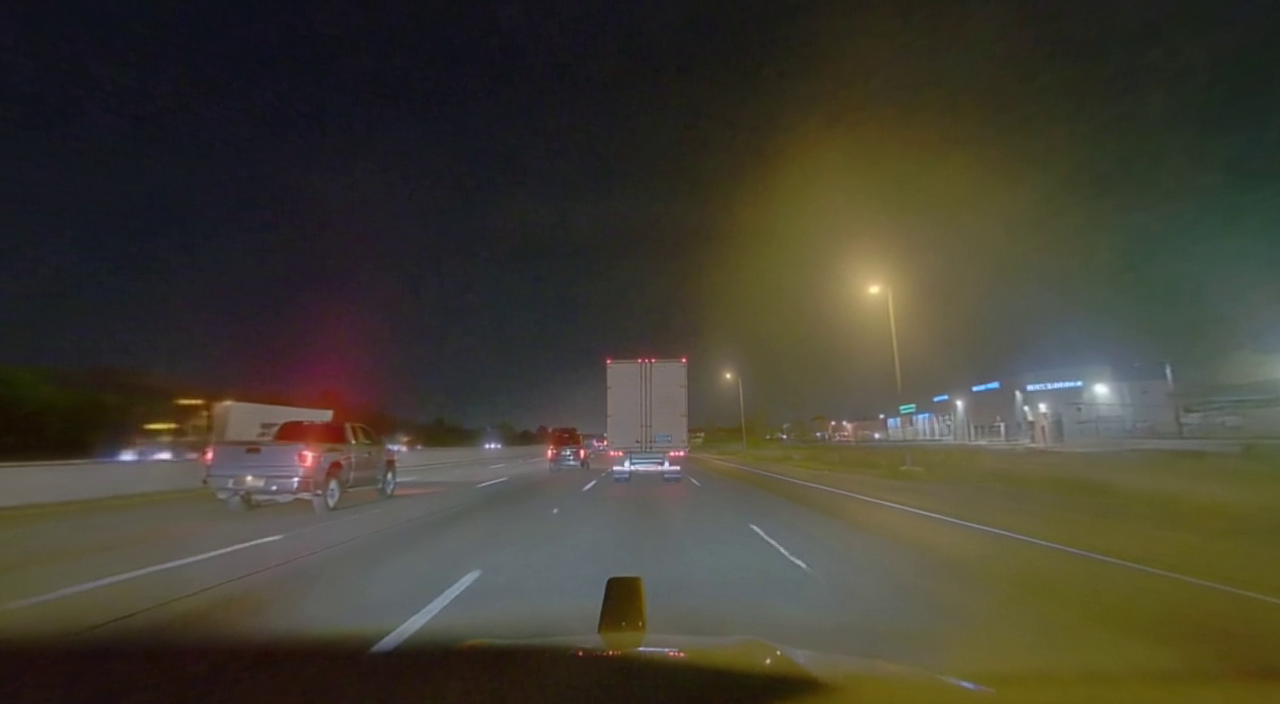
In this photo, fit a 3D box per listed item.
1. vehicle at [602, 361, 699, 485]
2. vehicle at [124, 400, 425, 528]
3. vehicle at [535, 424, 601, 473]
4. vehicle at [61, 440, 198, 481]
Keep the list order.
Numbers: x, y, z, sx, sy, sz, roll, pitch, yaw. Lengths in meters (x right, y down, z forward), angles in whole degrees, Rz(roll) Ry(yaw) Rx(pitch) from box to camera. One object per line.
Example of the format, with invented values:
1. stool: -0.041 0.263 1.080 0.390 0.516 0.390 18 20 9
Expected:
1. vehicle: 0.281 2.914 24.345 2.941 3.794 9.851 0 -9 0
2. vehicle: -6.716 2.190 12.839 2.479 1.978 5.952 0 -9 1
3. vehicle: -3.256 4.594 30.081 2.379 2.075 6.169 0 -9 1
4. vehicle: -20.617 4.382 25.774 1.877 1.497 4.478 0 -9 -1
